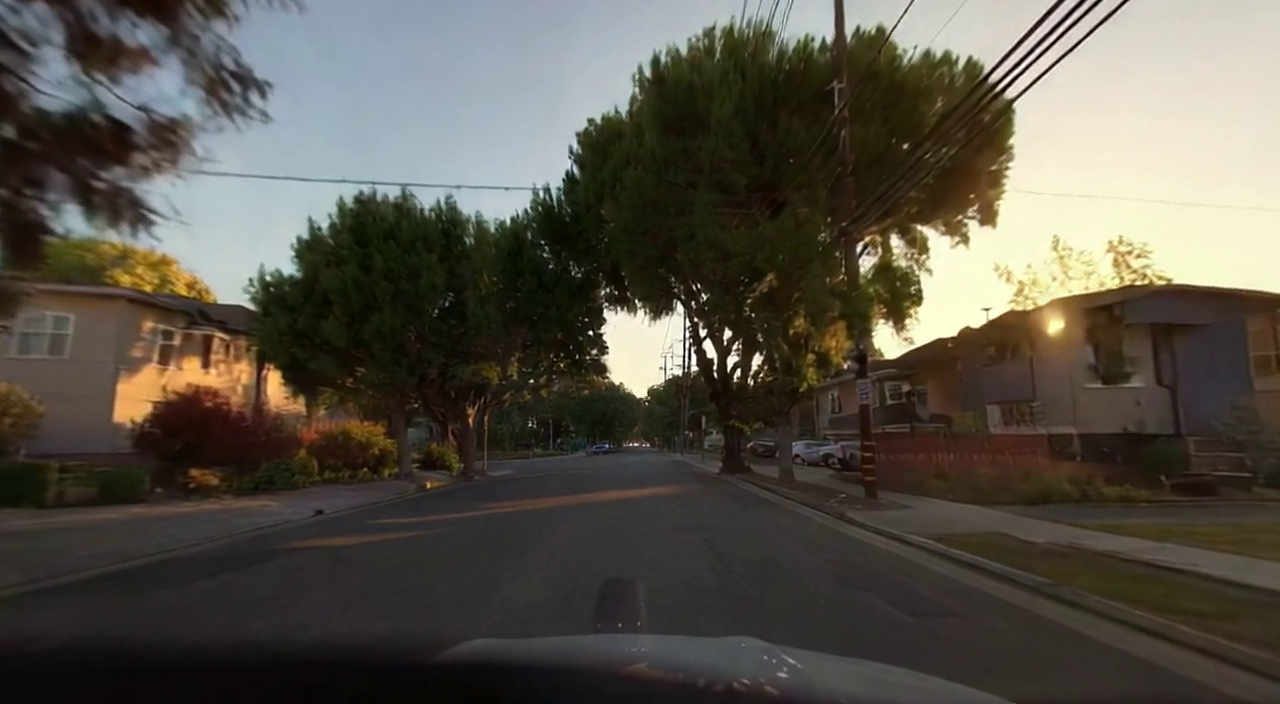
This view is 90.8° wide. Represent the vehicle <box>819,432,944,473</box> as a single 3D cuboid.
[{"bbox_3d":[10.924,4.583,28.891,4.902,1.794,1.975,-1,-9,4],"label":"vehicle"}]
